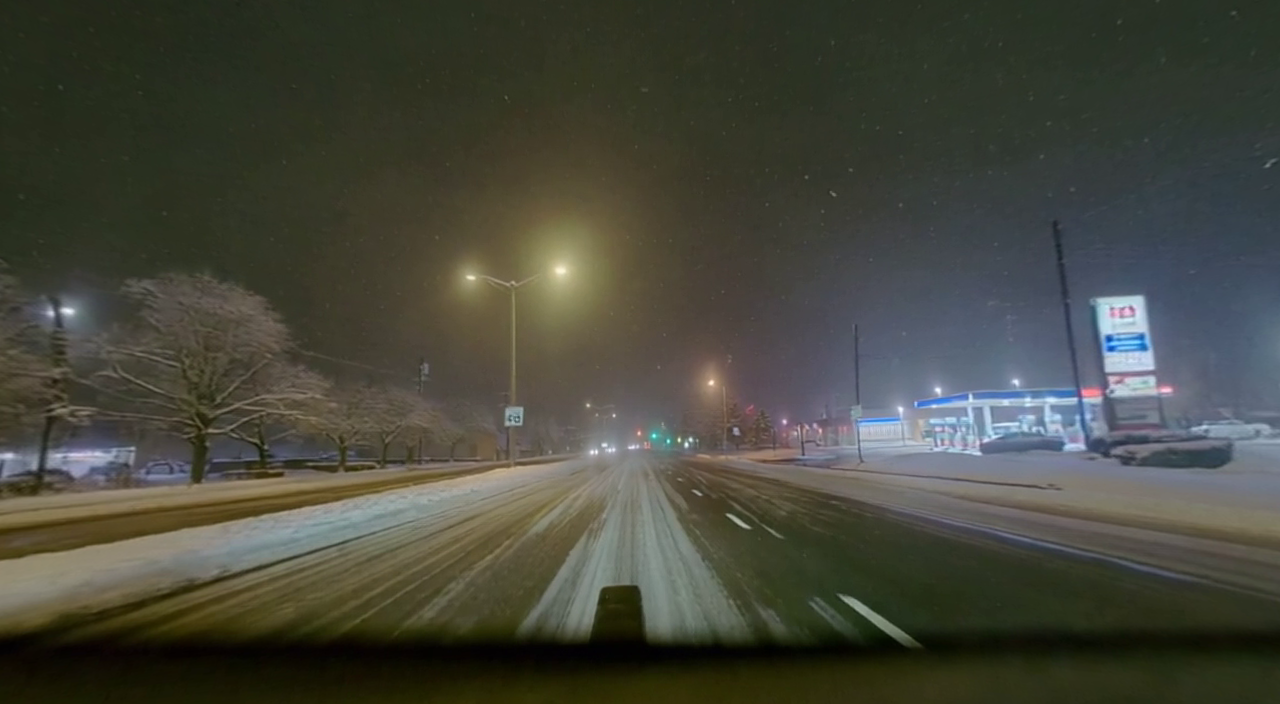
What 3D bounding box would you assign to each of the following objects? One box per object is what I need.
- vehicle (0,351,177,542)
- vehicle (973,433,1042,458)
[{"bbox_3d":[-12.394,1.954,13.327,2.509,3.502,3.191,-1,-8,3],"label":"vehicle"},{"bbox_3d":[23.114,5.938,39.936,1.747,1.371,4.368,-3,-10,0],"label":"vehicle"}]
